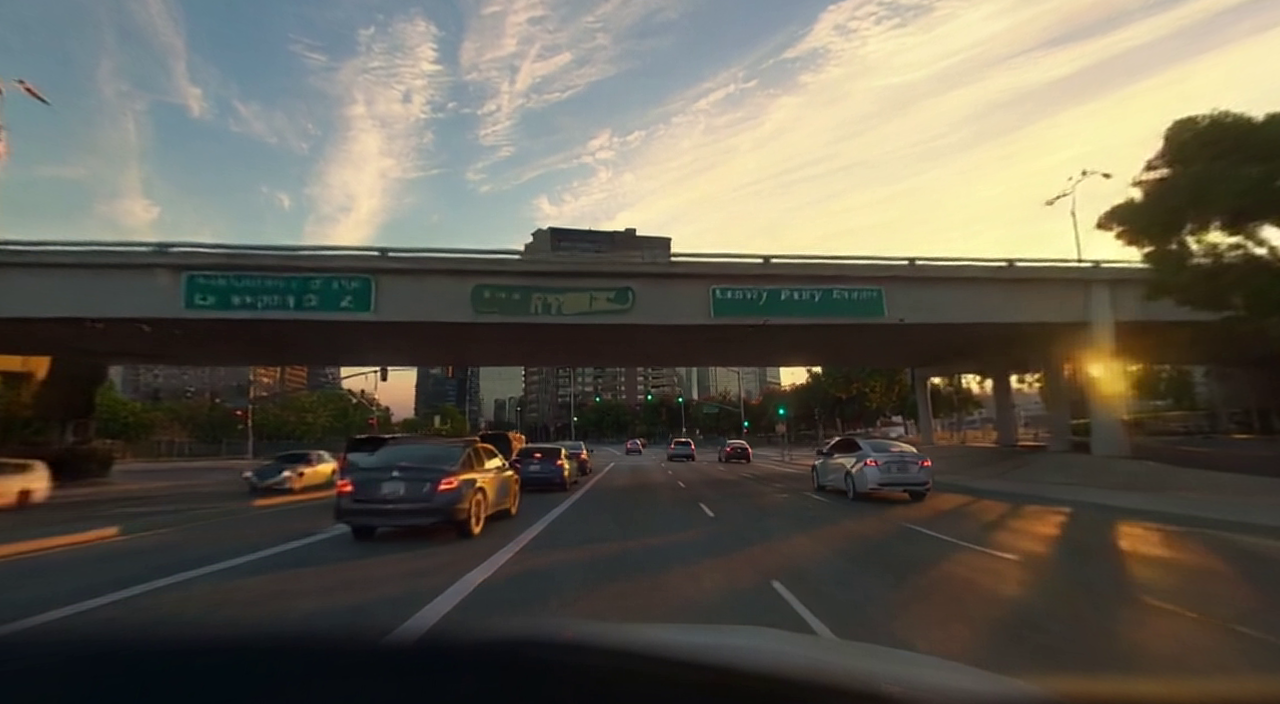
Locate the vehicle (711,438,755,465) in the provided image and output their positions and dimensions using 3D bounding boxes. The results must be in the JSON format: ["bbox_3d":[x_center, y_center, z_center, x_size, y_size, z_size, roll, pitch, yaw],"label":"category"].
[{"bbox_3d":[5.695,6.162,39.066,1.924,1.527,4.268,0,-8,-2],"label":"vehicle"}]

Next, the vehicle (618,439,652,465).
[{"bbox_3d":[-0.331,6.141,38.657,2.026,1.453,3.780,0,-8,-1],"label":"vehicle"}]

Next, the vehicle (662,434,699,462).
[{"bbox_3d":[2.664,6.429,41.960,2.034,1.762,4.420,0,-8,-2],"label":"vehicle"}]

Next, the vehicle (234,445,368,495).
[{"bbox_3d":[-11.231,3.905,21.191,1.891,1.406,4.222,2,-9,4],"label":"vehicle"}]

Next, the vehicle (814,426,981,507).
[{"bbox_3d":[5.875,2.669,15.086,2.056,1.624,4.498,0,-8,-1],"label":"vehicle"}]

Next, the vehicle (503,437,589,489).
[{"bbox_3d":[-2.870,3.511,20.215,1.980,1.491,4.351,0,-8,1],"label":"vehicle"}]

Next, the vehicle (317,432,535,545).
[{"bbox_3d":[-3.177,2.104,10.403,2.041,1.466,4.212,0,-8,1],"label":"vehicle"}]
